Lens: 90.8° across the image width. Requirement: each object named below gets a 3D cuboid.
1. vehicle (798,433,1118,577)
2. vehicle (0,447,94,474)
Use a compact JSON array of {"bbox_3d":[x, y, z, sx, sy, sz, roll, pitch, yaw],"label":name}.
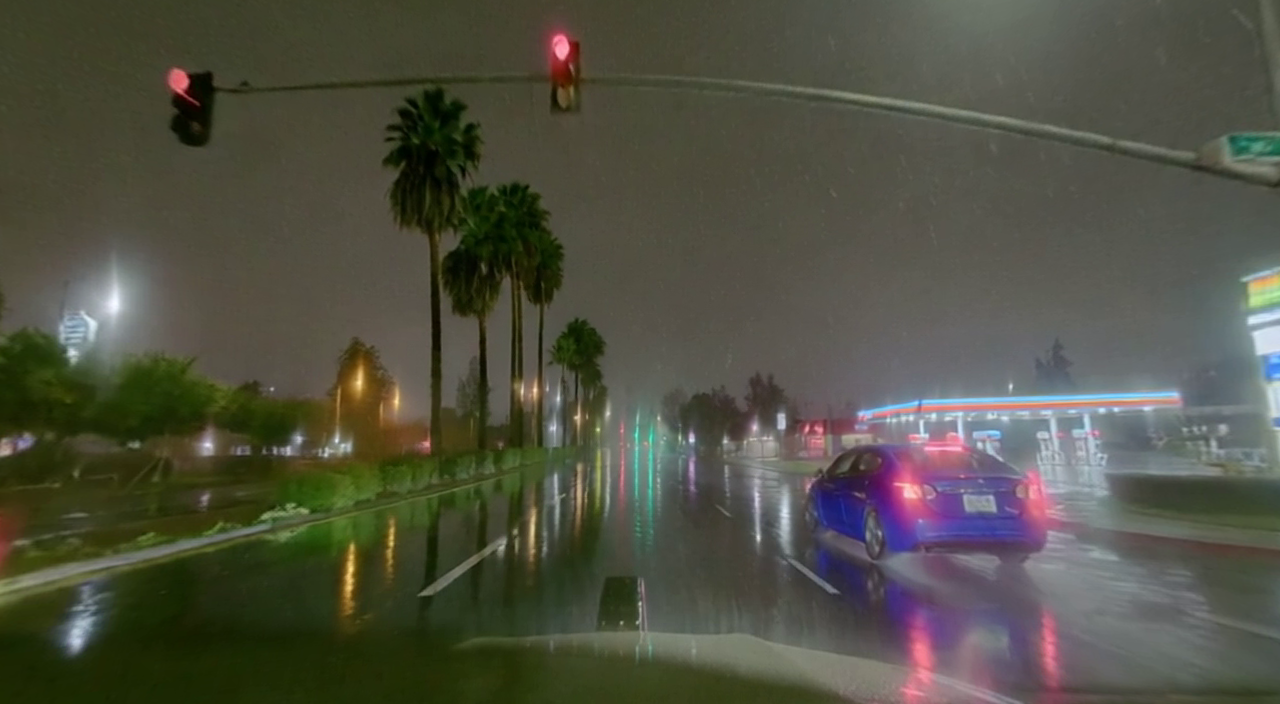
[{"bbox_3d":[3.810,1.876,8.653,1.978,1.442,4.262,0,-8,-3],"label":"vehicle"},{"bbox_3d":[-40.405,7.371,43.120,1.968,1.667,4.912,-2,-9,-1],"label":"vehicle"}]
